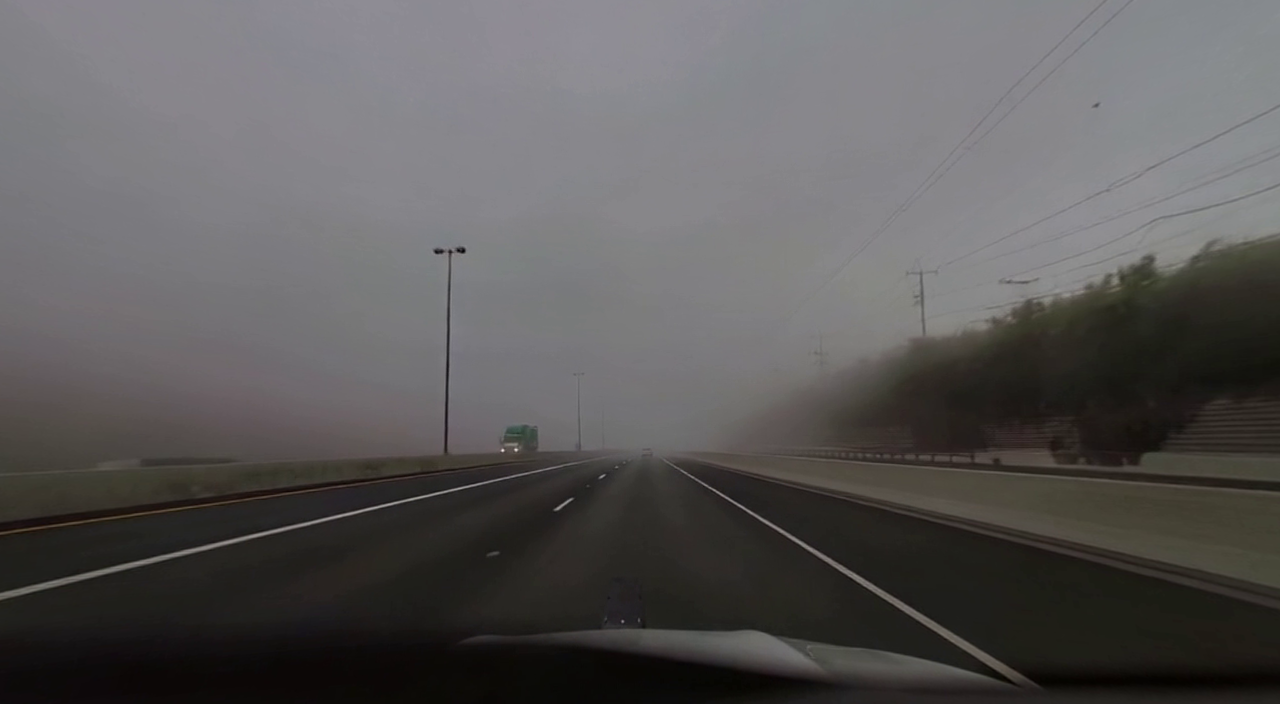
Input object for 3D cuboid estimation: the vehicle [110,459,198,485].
[{"bbox_3d":[-30.170,7.412,39.310,1.926,1.425,4.613,0,-9,-3],"label":"vehicle"}]
